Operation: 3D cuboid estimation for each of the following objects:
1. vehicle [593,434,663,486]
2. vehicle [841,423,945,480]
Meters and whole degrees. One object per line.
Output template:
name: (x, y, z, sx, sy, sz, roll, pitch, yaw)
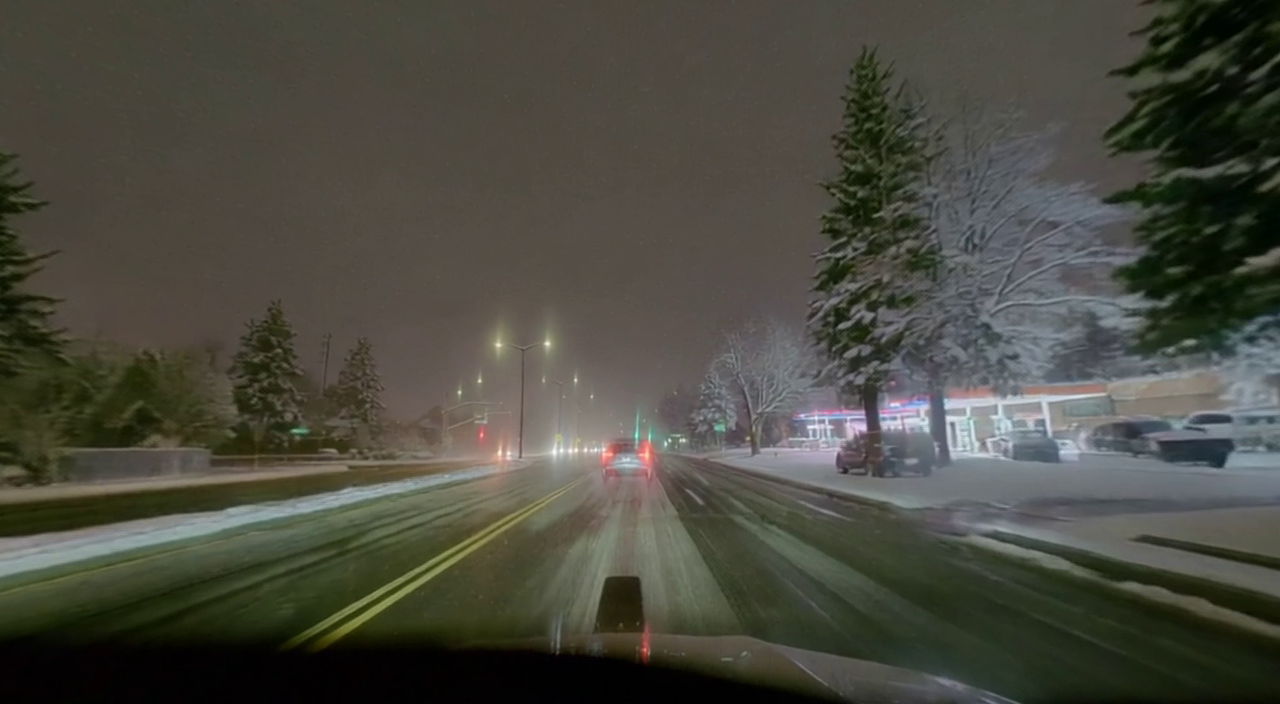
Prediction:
vehicle: (-0.338, 3.536, 20.891, 2.062, 1.519, 4.214, 0, -8, 0)
vehicle: (9.295, 3.714, 23.633, 2.083, 1.882, 4.674, 0, -8, 2)
